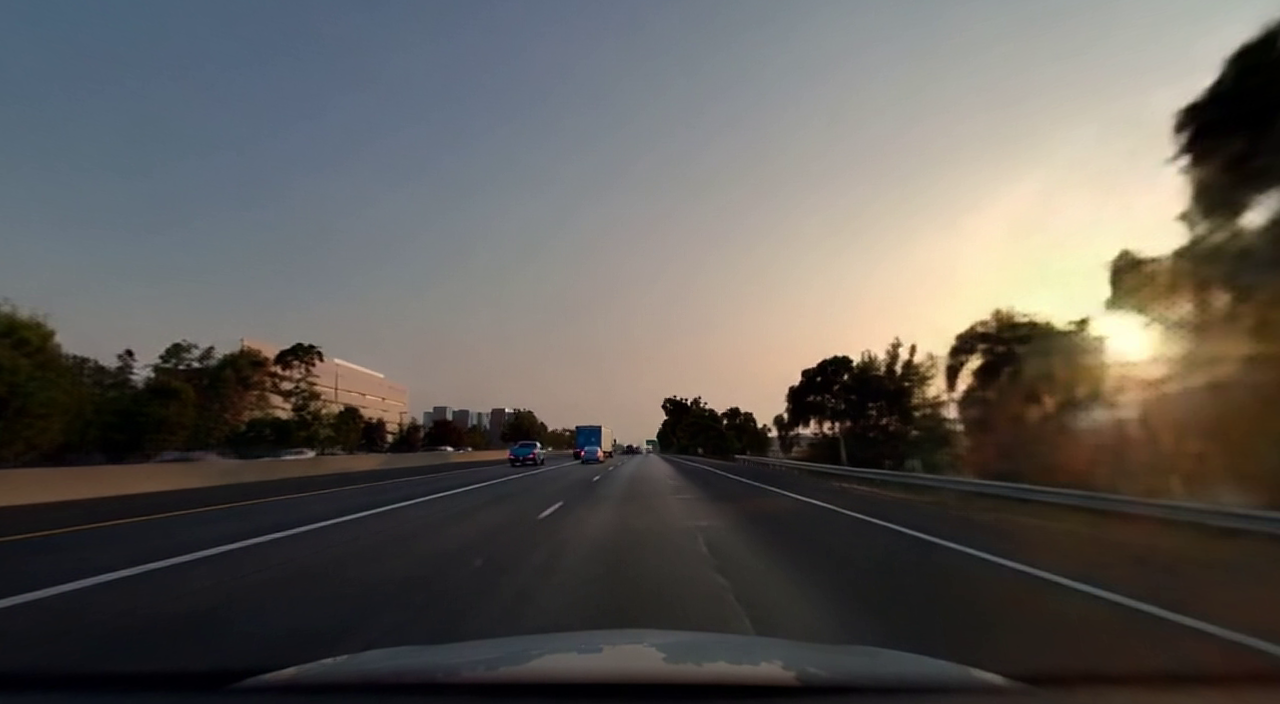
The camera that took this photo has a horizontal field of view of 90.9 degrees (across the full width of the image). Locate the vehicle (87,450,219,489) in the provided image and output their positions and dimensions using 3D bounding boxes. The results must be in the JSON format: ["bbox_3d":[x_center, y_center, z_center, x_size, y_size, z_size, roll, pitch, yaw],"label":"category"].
[{"bbox_3d":[-20.023,4.809,26.187,2.009,1.430,4.228,0,-8,2],"label":"vehicle"}]

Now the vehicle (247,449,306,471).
[{"bbox_3d":[-27.143,8.065,47.238,1.874,1.453,4.230,0,-8,1],"label":"vehicle"}]

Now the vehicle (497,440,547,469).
[{"bbox_3d":[-7.057,6.166,38.104,2.075,1.646,4.405,0,-8,1],"label":"vehicle"}]

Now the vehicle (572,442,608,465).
[{"bbox_3d":[-3.557,7.298,45.504,2.184,1.554,4.350,0,-8,1],"label":"vehicle"}]
